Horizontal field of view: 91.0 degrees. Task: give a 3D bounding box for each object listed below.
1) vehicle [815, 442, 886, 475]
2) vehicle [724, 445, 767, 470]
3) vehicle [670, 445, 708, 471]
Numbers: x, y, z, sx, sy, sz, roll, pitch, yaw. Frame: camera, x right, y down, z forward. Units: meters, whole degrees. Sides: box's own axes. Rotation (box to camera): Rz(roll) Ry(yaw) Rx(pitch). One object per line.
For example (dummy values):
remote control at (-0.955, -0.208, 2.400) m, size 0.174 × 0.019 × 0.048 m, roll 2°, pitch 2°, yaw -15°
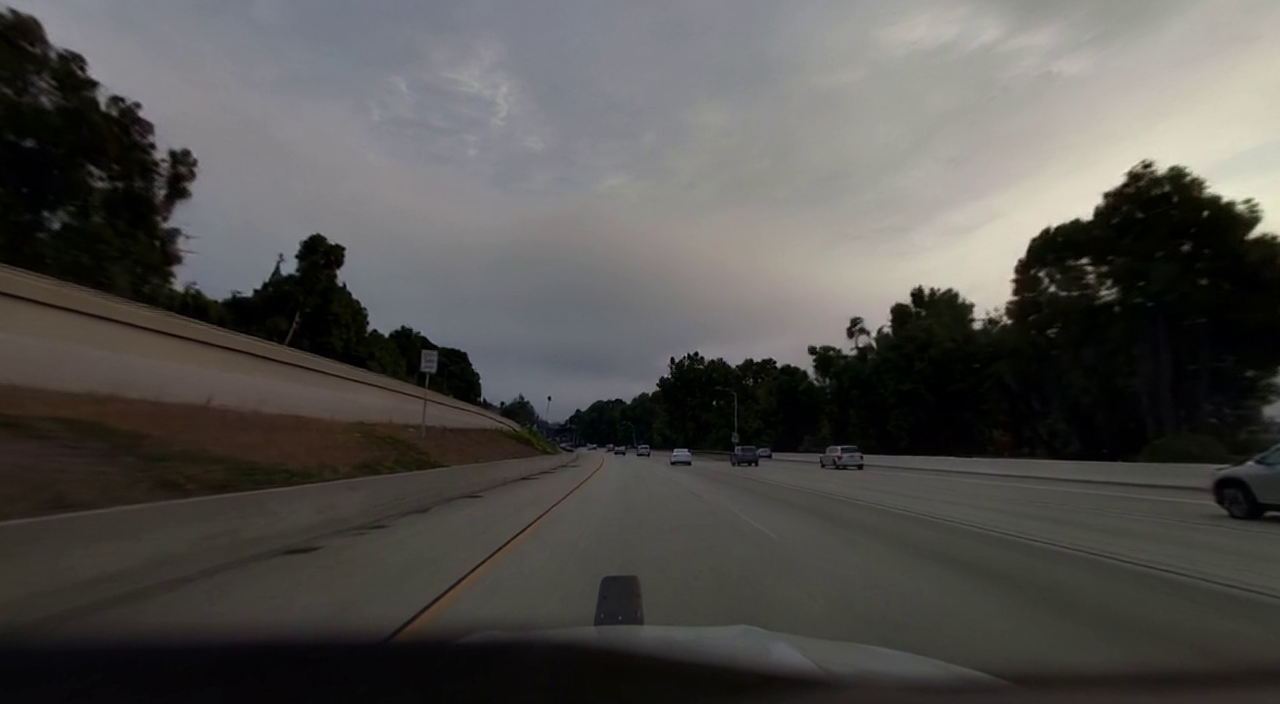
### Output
vehicle at (10.558, 5.377, 31.968) m, size 1.987 × 1.546 × 4.271 m, roll 0°, pitch -8°, yaw -2°
vehicle at (6.904, 6.939, 41.602) m, size 1.904 × 1.488 × 4.299 m, roll 0°, pitch -8°, yaw -3°
vehicle at (3.044, 6.658, 39.812) m, size 1.934 × 1.491 × 3.982 m, roll 0°, pitch -8°, yaw -3°
